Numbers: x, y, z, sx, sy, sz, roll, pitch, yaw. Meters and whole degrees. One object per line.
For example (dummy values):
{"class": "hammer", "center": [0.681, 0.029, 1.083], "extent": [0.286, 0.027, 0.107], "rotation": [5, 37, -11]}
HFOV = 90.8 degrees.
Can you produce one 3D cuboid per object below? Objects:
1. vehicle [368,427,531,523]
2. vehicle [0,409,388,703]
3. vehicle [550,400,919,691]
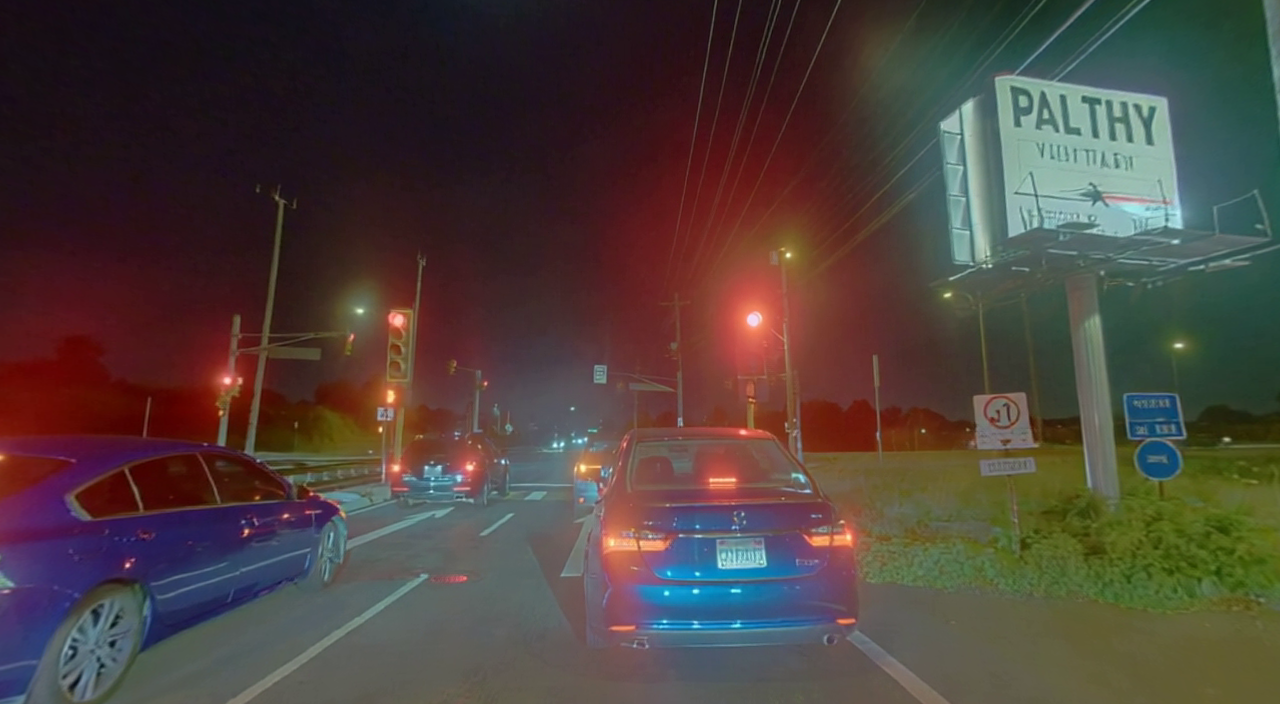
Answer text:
{"class": "vehicle", "center": [-3.361, 2.253, 12.075], "extent": [1.984, 1.505, 4.047], "rotation": [0, -9, -2]}
{"class": "vehicle", "center": [-3.717, 1.256, 4.511], "extent": [1.956, 1.468, 4.585], "rotation": [0, -9, 0]}
{"class": "vehicle", "center": [0.402, 1.327, 5.448], "extent": [1.998, 1.529, 3.960], "rotation": [1, -9, -3]}
